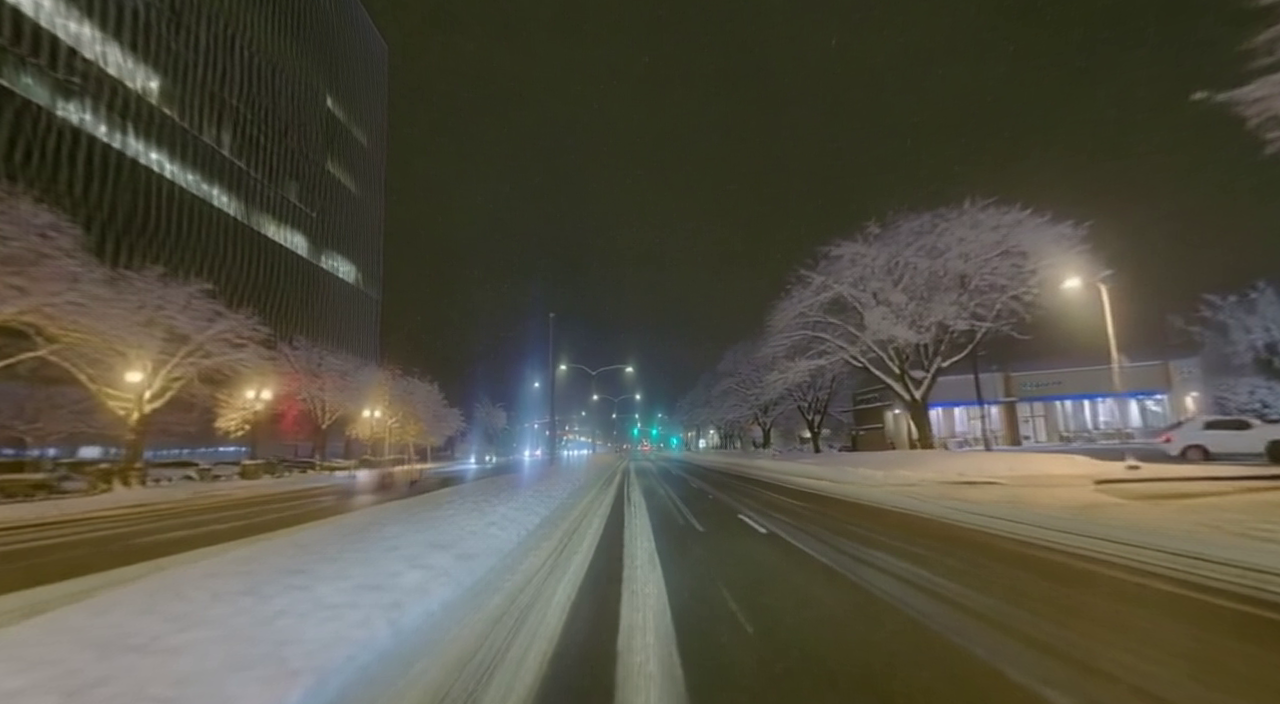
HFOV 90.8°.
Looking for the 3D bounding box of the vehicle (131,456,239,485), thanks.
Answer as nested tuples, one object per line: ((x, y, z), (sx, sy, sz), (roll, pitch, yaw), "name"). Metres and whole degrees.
((-26.505, 6.908, 37.015), (4.786, 1.486, 1.936), (4, -9, -27), "vehicle")

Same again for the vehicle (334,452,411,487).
((-12.323, 5.422, 29.391), (1.857, 1.483, 3.791), (0, -8, 0), "vehicle")

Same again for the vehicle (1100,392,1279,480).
((25.784, 4.020, 29.869), (2.724, 3.646, 7.111), (0, -9, 2), "vehicle")
